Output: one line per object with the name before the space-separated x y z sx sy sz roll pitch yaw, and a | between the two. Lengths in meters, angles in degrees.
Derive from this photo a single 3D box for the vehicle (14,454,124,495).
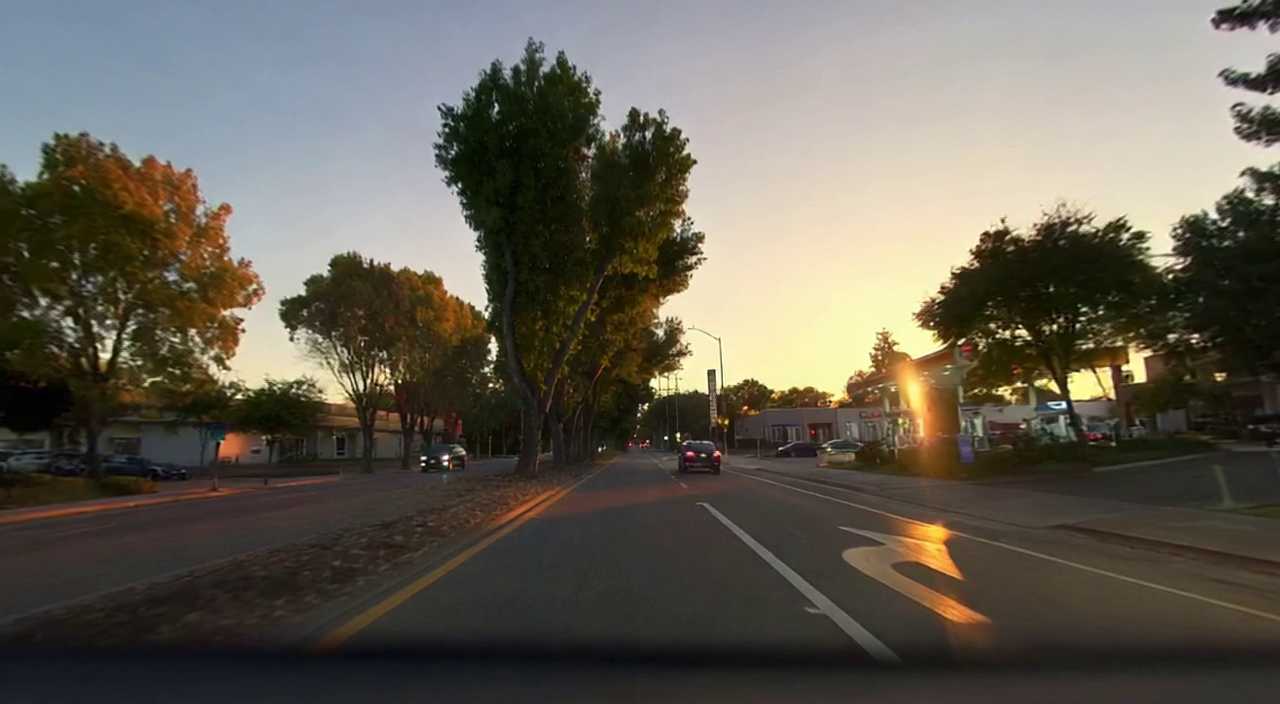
vehicle | -23.124 4.896 25.576 4.016 1.517 1.816 -5 -10 26

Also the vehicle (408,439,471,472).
vehicle | -12.871 6.694 40.930 2.379 1.967 5.195 0 -9 0

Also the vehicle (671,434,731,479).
vehicle | 2.656 4.688 28.644 2.115 1.840 4.777 0 -9 -2

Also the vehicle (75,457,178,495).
vehicle | -23.077 5.520 28.383 4.117 1.557 1.876 -5 -10 26
